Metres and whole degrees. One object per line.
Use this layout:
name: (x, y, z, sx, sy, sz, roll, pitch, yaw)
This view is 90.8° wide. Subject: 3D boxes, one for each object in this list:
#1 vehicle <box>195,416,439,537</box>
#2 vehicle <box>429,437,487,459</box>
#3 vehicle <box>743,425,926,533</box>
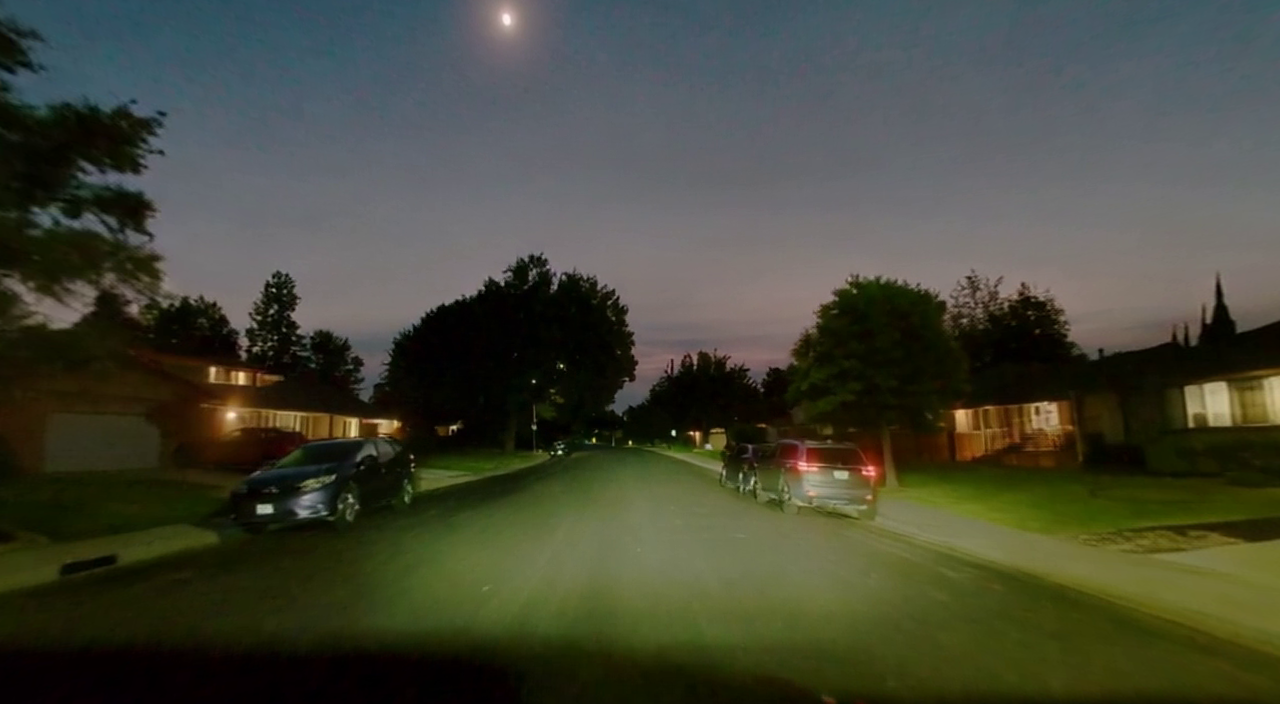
vehicle: (-6.280, 2.515, 13.415, 2.322, 1.949, 5.695, -1, -9, -2)
vehicle: (-14.185, 7.558, 49.467, 3.921, 1.629, 1.832, 0, -10, 2)
vehicle: (3.536, 2.404, 12.578, 2.033, 1.730, 4.554, 0, -9, -2)
